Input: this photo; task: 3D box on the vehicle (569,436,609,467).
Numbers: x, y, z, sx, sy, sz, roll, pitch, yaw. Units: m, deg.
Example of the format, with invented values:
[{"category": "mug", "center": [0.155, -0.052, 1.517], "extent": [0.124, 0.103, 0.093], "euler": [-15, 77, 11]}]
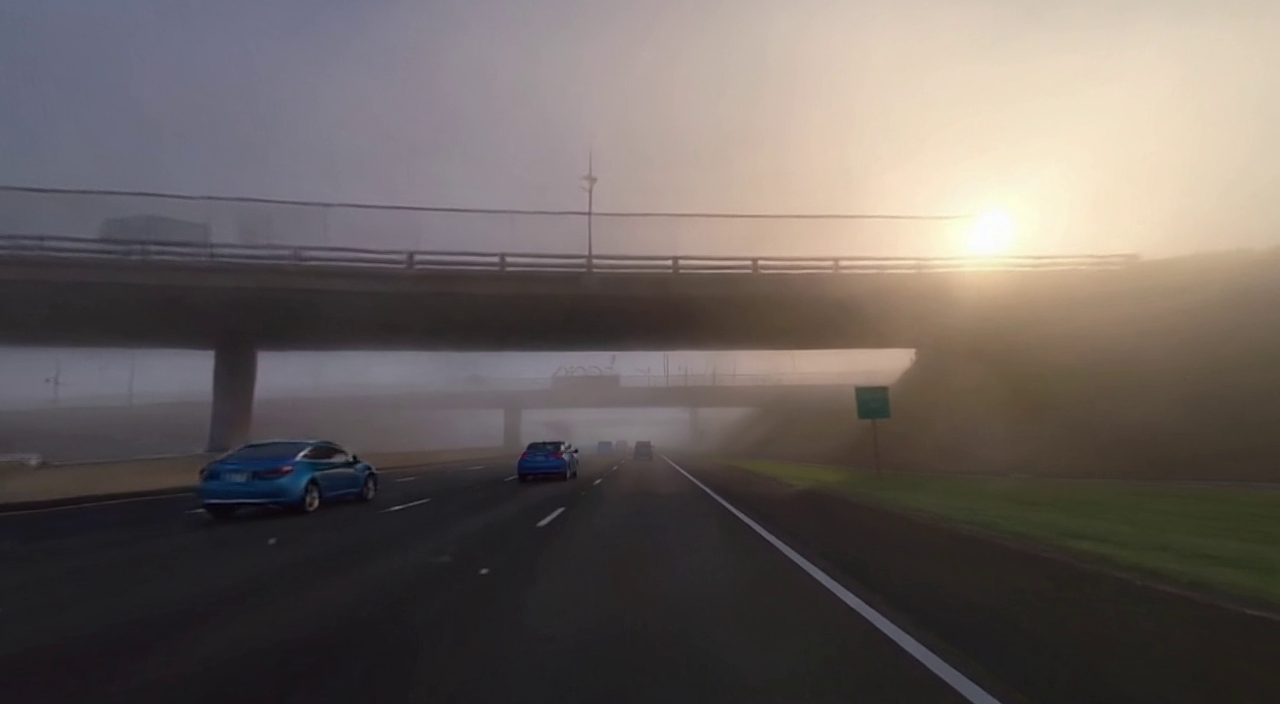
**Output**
[{"category": "vehicle", "center": [-3.159, 6.282, 40.058], "extent": [2.080, 1.811, 4.644], "euler": [0, -8, 1]}]

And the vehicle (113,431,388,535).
[{"category": "vehicle", "center": [-6.848, 2.330, 11.952], "extent": [2.069, 1.551, 4.830], "euler": [0, -8, 1]}]

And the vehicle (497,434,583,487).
[{"category": "vehicle", "center": [-3.371, 3.770, 22.259], "extent": [2.210, 1.628, 4.586], "euler": [0, -8, 1]}]
